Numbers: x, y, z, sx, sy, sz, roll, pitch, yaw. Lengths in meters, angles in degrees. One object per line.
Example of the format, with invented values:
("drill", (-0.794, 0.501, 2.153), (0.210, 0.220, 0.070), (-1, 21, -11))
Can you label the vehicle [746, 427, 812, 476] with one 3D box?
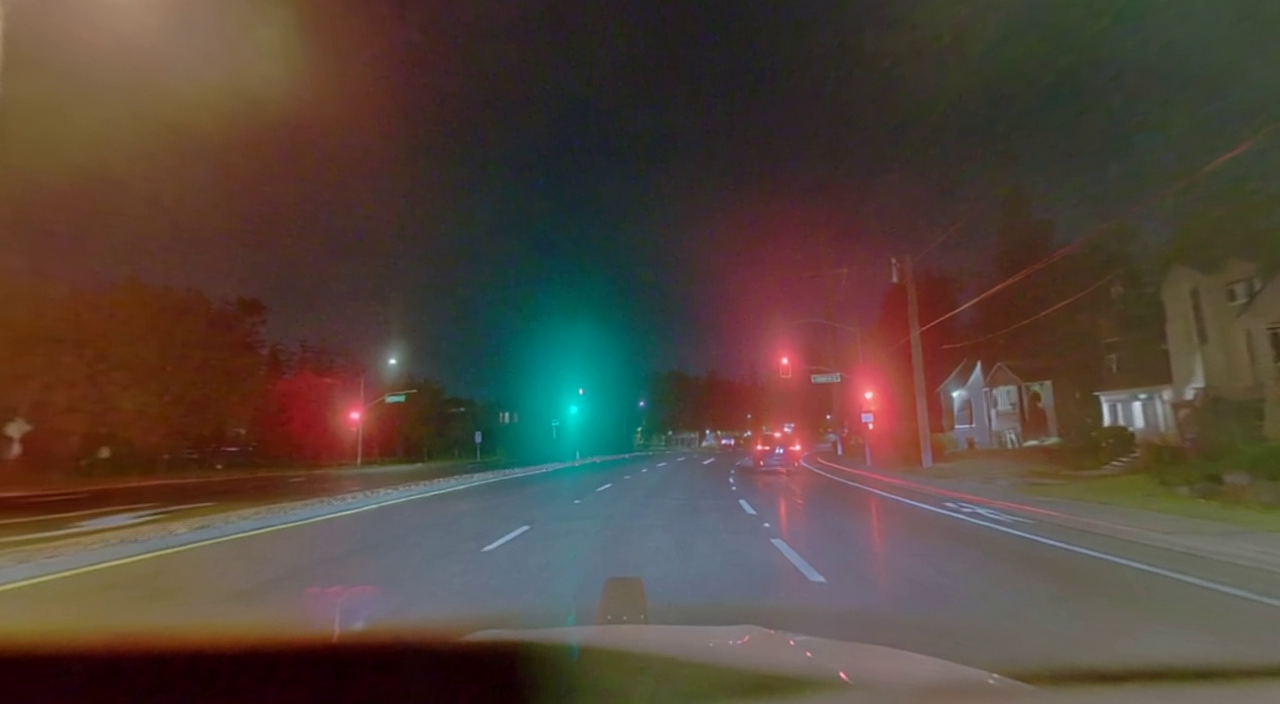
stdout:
("vehicle", (5.730, 4.147, 26.526), (2.141, 1.833, 4.704), (-1, -8, 6))
